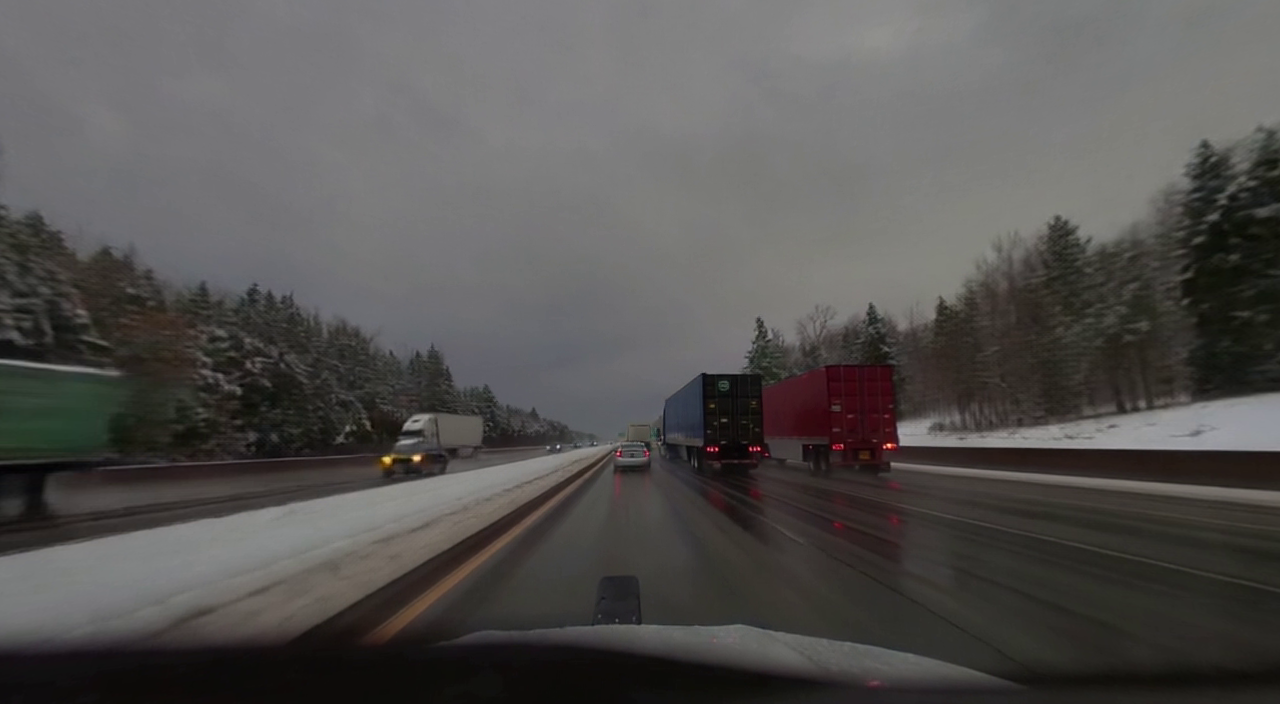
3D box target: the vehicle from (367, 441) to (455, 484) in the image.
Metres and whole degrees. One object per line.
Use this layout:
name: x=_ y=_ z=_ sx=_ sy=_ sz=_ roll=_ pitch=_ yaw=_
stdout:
vehicle: x=-8.686 y=4.200 z=24.359 sx=1.867 sy=1.465 sz=4.420 roll=0 pitch=-8 yaw=-2

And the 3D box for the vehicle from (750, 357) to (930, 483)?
vehicle: x=7.758 y=3.112 z=27.670 sx=2.876 sy=4.111 sz=14.145 roll=0 pitch=-7 yaw=-2

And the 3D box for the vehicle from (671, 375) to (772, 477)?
vehicle: x=3.648 y=3.901 z=32.686 sx=2.888 sy=4.099 sz=14.183 roll=0 pitch=-7 yaw=-2

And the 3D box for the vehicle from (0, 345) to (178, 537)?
vehicle: x=-12.573 y=1.608 z=11.335 sx=2.641 sy=3.353 sz=7.768 roll=0 pitch=-7 yaw=-1

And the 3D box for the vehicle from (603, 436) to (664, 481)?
vehicle: x=-0.266 y=3.846 z=23.148 sx=2.038 sy=1.477 sz=3.773 roll=0 pitch=-7 yaw=-1

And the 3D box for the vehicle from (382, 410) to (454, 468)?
vehicle: x=-17.181 y=6.835 z=49.389 sx=3.135 sy=4.207 sz=7.042 roll=0 pitch=-8 yaw=-1
